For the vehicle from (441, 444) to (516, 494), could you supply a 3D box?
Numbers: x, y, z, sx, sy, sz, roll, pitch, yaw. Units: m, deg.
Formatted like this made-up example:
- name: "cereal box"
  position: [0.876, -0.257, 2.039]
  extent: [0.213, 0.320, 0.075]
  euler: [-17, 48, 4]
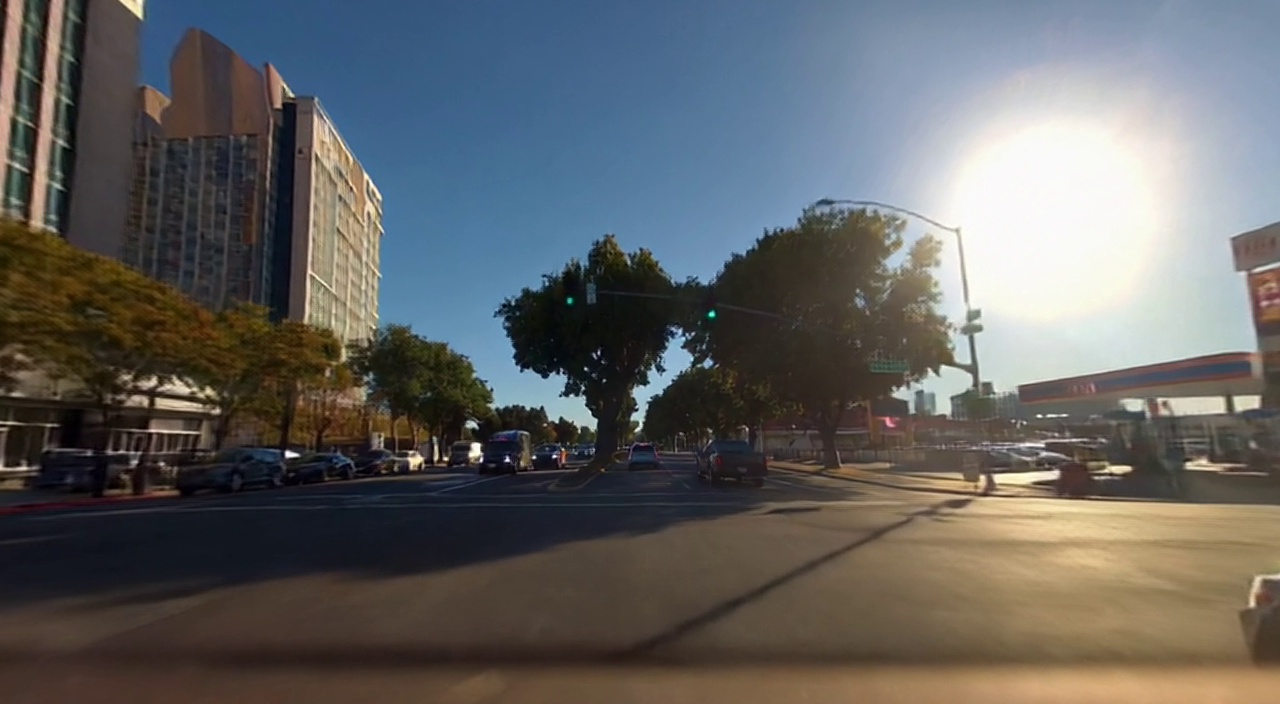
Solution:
- name: "vehicle"
  position: [-5.443, 3.949, 21.821]
  extent: [1.972, 1.466, 4.493]
  euler: [2, -8, -8]

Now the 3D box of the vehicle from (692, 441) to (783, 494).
- name: "vehicle"
  position: [2.964, 3.639, 20.283]
  extent: [2.061, 1.487, 4.462]
  euler: [0, -9, -2]

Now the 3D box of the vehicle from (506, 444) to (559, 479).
- name: "vehicle"
  position: [-5.145, 5.282, 30.815]
  extent: [1.953, 1.526, 4.349]
  euler: [0, -8, -1]

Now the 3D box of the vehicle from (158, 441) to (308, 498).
- name: "vehicle"
  position: [-15.655, 4.520, 24.861]
  extent: [2.191, 1.926, 5.787]
  euler: [0, -9, -2]

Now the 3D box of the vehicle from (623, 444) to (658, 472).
- name: "vehicle"
  position: [-0.041, 6.417, 38.500]
  extent: [2.029, 1.605, 3.827]
  euler: [0, -9, -2]

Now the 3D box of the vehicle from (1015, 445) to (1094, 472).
- name: "vehicle"
  position: [29.150, 7.479, 44.630]
  extent: [2.077, 1.765, 4.643]
  euler: [1, -9, -7]

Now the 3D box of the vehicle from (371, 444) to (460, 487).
- name: "vehicle"
  position: [-8.945, 4.543, 25.671]
  extent: [2.165, 1.557, 4.515]
  euler: [0, -9, -3]

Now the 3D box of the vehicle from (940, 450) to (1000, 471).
- name: "vehicle"
  position: [24.306, 7.991, 46.765]
  extent: [1.894, 1.485, 4.606]
  euler: [0, -9, -1]

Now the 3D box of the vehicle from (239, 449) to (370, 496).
- name: "vehicle"
  position: [-12.425, 4.456, 23.883]
  extent: [2.186, 1.532, 5.087]
  euler: [0, -9, 0]

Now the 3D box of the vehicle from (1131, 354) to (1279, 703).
- name: "vehicle"
  position: [3.624, 0.578, 0.689]
  extent: [2.117, 1.689, 5.113]
  euler: [0, -9, 1]

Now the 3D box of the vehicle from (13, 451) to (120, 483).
- name: "vehicle"
  position: [-28.156, 5.641, 31.090]
  extent: [3.640, 1.462, 1.660]
  euler: [0, -9, 2]
